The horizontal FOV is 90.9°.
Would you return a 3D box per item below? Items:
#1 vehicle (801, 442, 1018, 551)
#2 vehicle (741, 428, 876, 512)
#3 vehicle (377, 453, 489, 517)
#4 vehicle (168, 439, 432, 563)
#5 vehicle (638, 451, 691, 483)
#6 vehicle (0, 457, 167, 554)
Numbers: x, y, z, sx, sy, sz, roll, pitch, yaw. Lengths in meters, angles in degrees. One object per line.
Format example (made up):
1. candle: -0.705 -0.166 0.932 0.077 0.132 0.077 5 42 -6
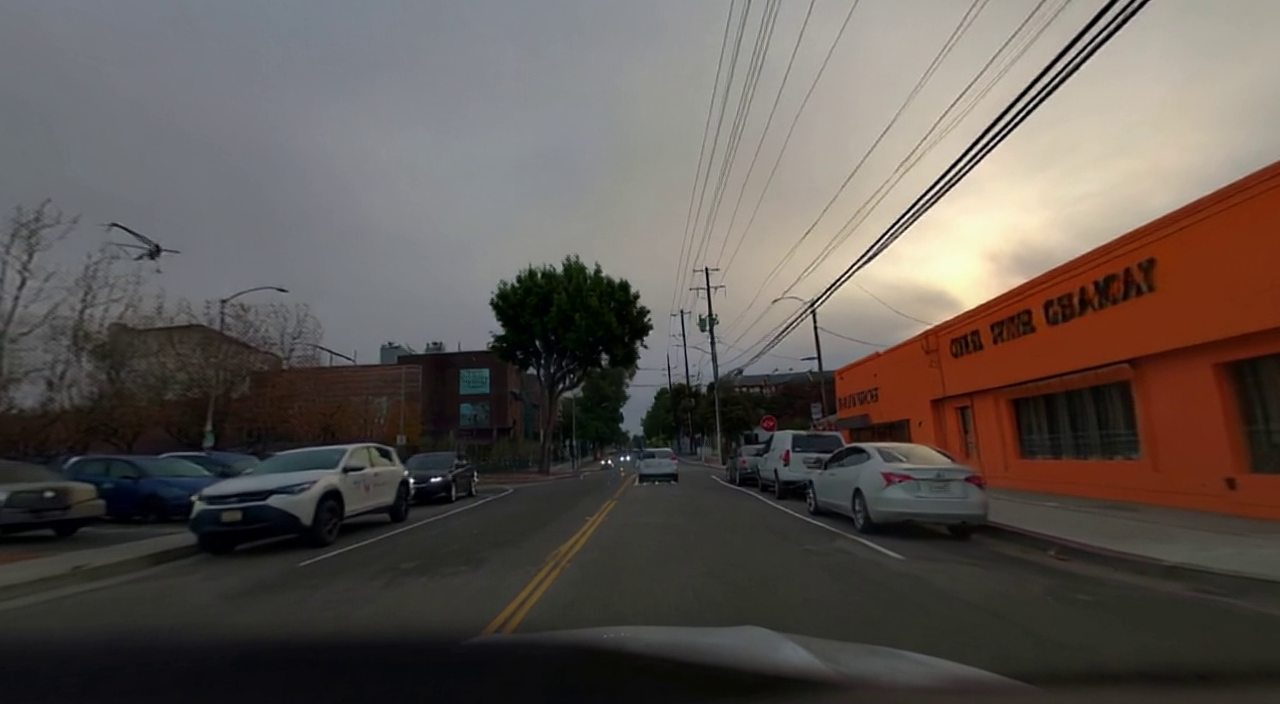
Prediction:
1. vehicle: 4.227 2.284 10.820 1.840 1.452 4.517 0 -8 2
2. vehicle: 4.187 2.985 16.620 2.178 1.856 4.756 1 -8 -1
3. vehicle: -5.555 3.581 17.424 1.820 1.482 3.737 0 -8 0
4. vehicle: -5.795 2.540 11.772 2.146 1.775 5.117 0 -8 -1
5. vehicle: 1.374 6.080 33.662 2.033 1.464 4.645 -2 -8 12
6. vehicle: -11.730 2.651 11.177 4.968 1.493 1.961 0 -8 -3
